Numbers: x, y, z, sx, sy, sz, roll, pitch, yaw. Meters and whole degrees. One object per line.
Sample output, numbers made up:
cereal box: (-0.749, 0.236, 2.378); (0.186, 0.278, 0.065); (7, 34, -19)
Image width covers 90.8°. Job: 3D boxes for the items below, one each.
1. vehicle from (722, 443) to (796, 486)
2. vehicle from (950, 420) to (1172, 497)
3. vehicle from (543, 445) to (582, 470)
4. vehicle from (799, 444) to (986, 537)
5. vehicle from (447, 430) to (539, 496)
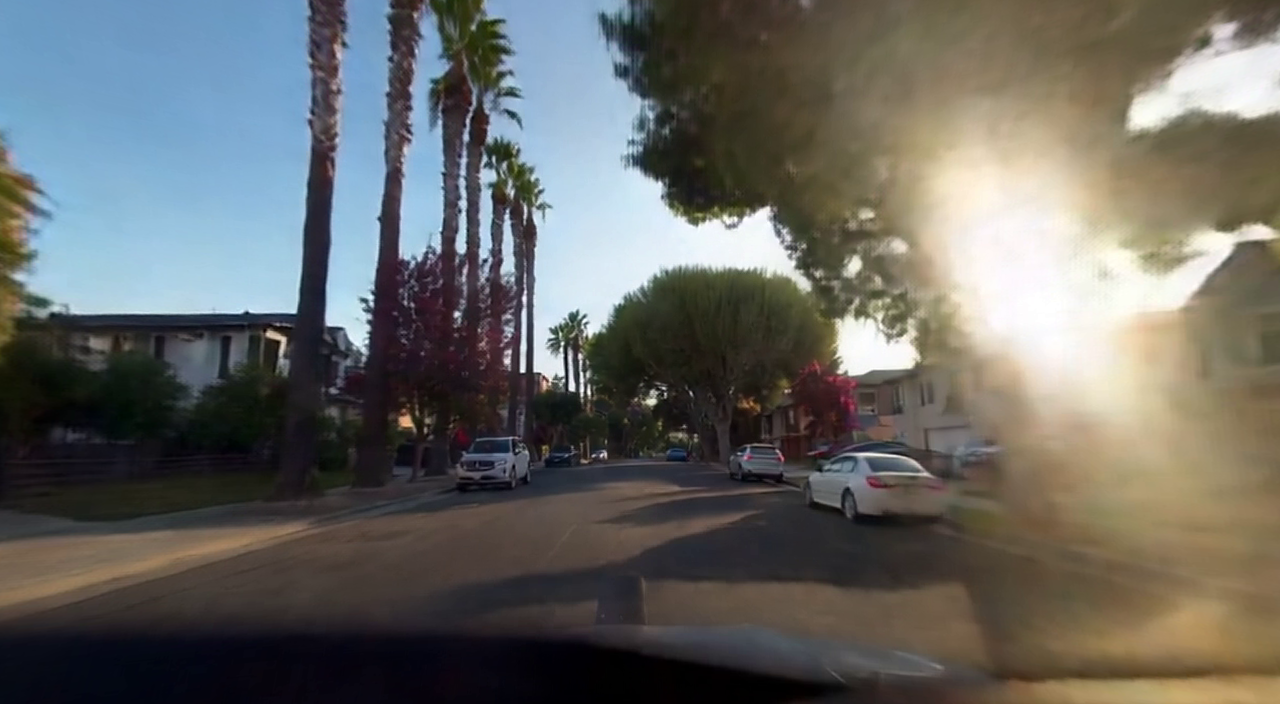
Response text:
vehicle: (4.620, 4.423, 25.254); (1.991, 1.554, 4.501); (0, -9, -1)
vehicle: (11.630, 2.968, 17.744); (4.621, 1.591, 2.090); (-5, -8, -1)
vehicle: (-5.273, 7.197, 43.446); (2.079, 1.486, 4.877); (-2, -8, -1)
vehicle: (4.824, 2.671, 12.930); (2.056, 1.464, 4.493); (2, -9, 1)
vehicle: (-4.783, 3.685, 21.358); (2.149, 1.877, 5.082); (-1, -8, -3)
